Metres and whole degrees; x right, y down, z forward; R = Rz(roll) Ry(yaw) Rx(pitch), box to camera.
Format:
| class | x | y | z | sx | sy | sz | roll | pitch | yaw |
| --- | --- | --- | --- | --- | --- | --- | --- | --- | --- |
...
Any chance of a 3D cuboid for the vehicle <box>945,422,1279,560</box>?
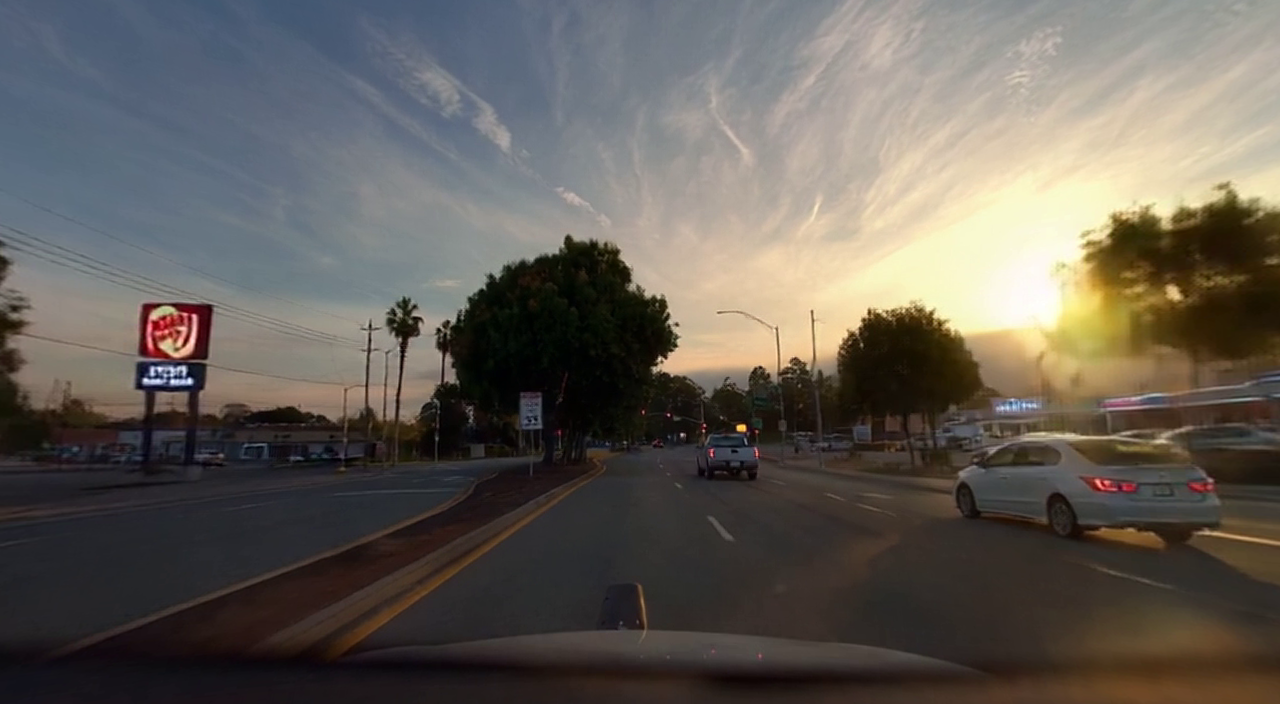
| class | x | y | z | sx | sy | sz | roll | pitch | yaw |
| --- | --- | --- | --- | --- | --- | --- | --- | --- | --- |
| vehicle | 6.497 | 1.836 | 9.085 | 1.986 | 1.480 | 4.296 | 0 | -8 | -1 |

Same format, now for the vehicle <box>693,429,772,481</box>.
| class | x | y | z | sx | sy | sz | roll | pitch | yaw |
| --- | --- | --- | --- | --- | --- | --- | --- | --- | --- |
| vehicle | 3.347 | 3.871 | 23.963 | 2.214 | 1.749 | 4.998 | 0 | -8 | 0 |
